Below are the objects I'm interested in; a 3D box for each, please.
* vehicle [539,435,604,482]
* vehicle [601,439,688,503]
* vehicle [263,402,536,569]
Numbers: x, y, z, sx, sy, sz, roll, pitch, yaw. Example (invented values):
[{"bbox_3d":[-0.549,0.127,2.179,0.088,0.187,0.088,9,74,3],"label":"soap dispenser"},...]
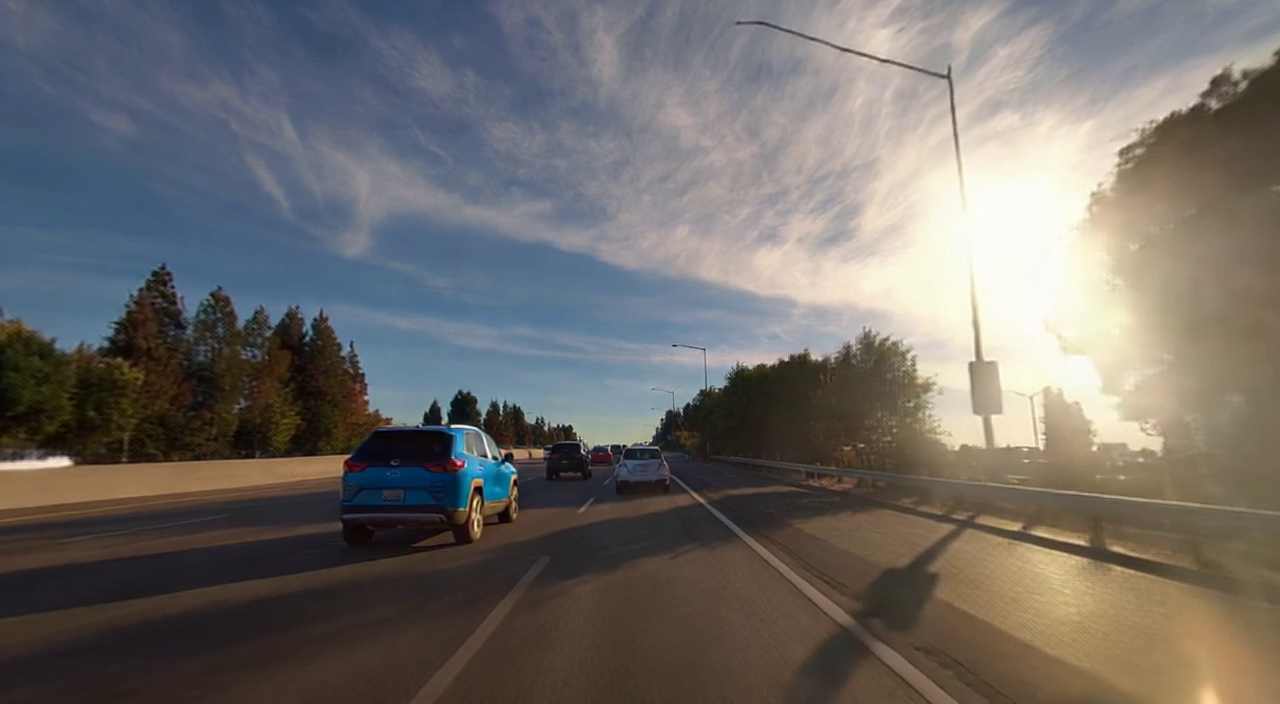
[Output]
[{"bbox_3d":[-2.752,4.431,26.459,2.125,1.771,4.721,0,-9,1],"label":"vehicle"},{"bbox_3d":[0.097,3.151,17.078,2.068,1.488,4.045,0,-9,-1],"label":"vehicle"},{"bbox_3d":[-2.967,1.762,8.971,2.123,1.798,4.108,0,-9,2],"label":"vehicle"}]
